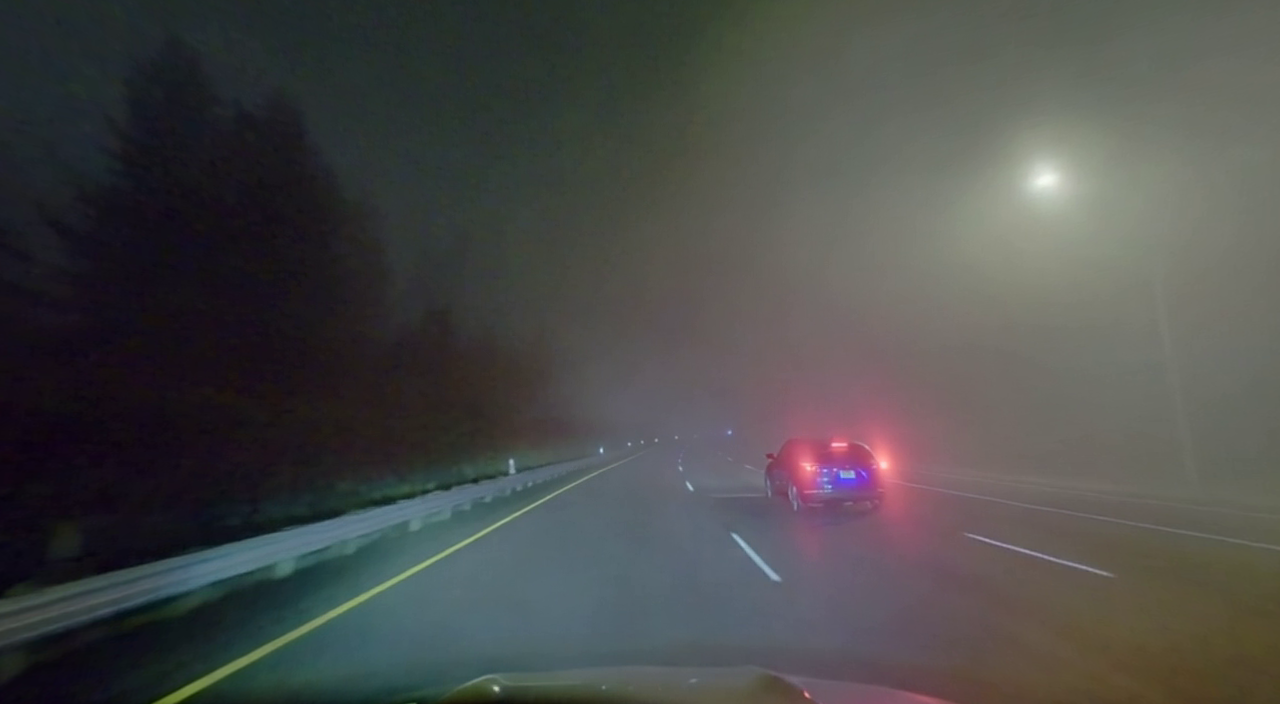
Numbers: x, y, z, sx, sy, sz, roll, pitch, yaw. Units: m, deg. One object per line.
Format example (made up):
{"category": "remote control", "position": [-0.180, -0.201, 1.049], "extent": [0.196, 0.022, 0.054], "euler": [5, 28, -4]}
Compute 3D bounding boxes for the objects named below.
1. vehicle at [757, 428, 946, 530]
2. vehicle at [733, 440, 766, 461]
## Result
{"category": "vehicle", "position": [3.682, 2.292, 11.984], "extent": [2.050, 1.546, 4.344], "euler": [0, -8, 0]}
{"category": "vehicle", "position": [8.272, 7.494, 47.942], "extent": [1.924, 1.479, 4.054], "euler": [-1, -8, 2]}
